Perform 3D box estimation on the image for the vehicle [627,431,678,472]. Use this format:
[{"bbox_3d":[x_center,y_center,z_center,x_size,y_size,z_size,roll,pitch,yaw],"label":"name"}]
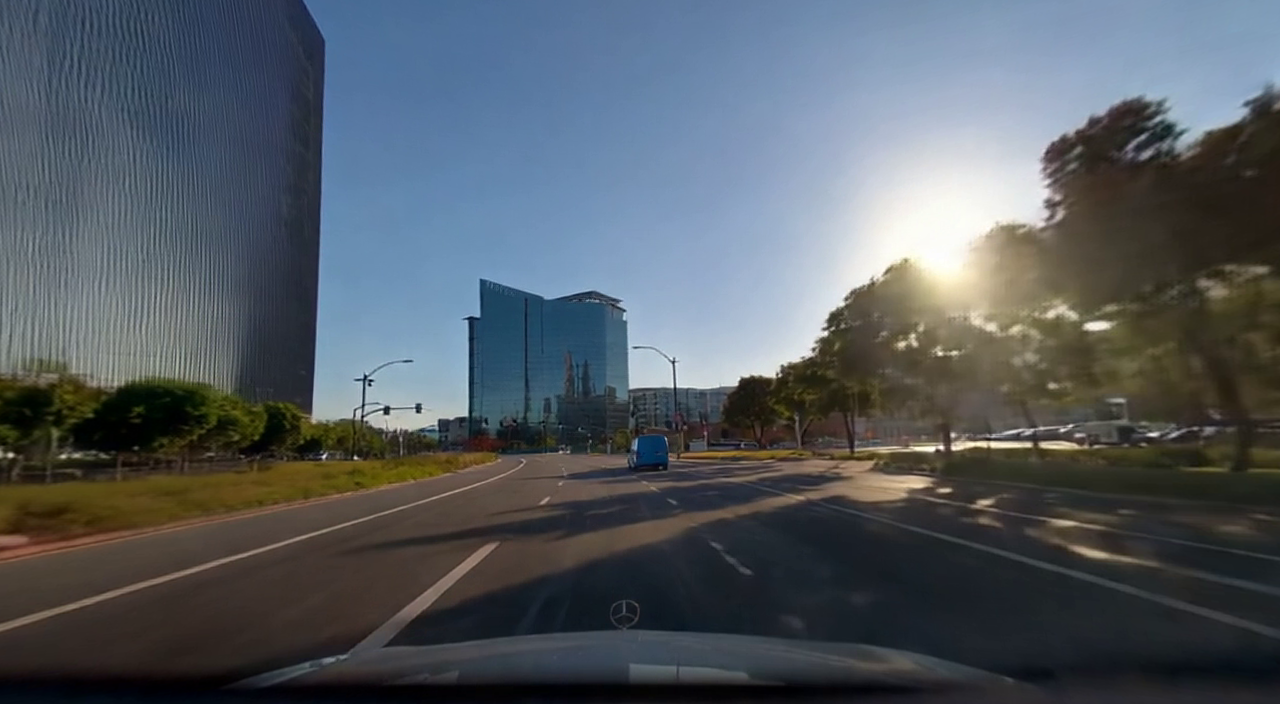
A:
[{"bbox_3d":[0.646,5.913,37.549,2.339,2.244,4.817,1,-9,-8],"label":"vehicle"}]
